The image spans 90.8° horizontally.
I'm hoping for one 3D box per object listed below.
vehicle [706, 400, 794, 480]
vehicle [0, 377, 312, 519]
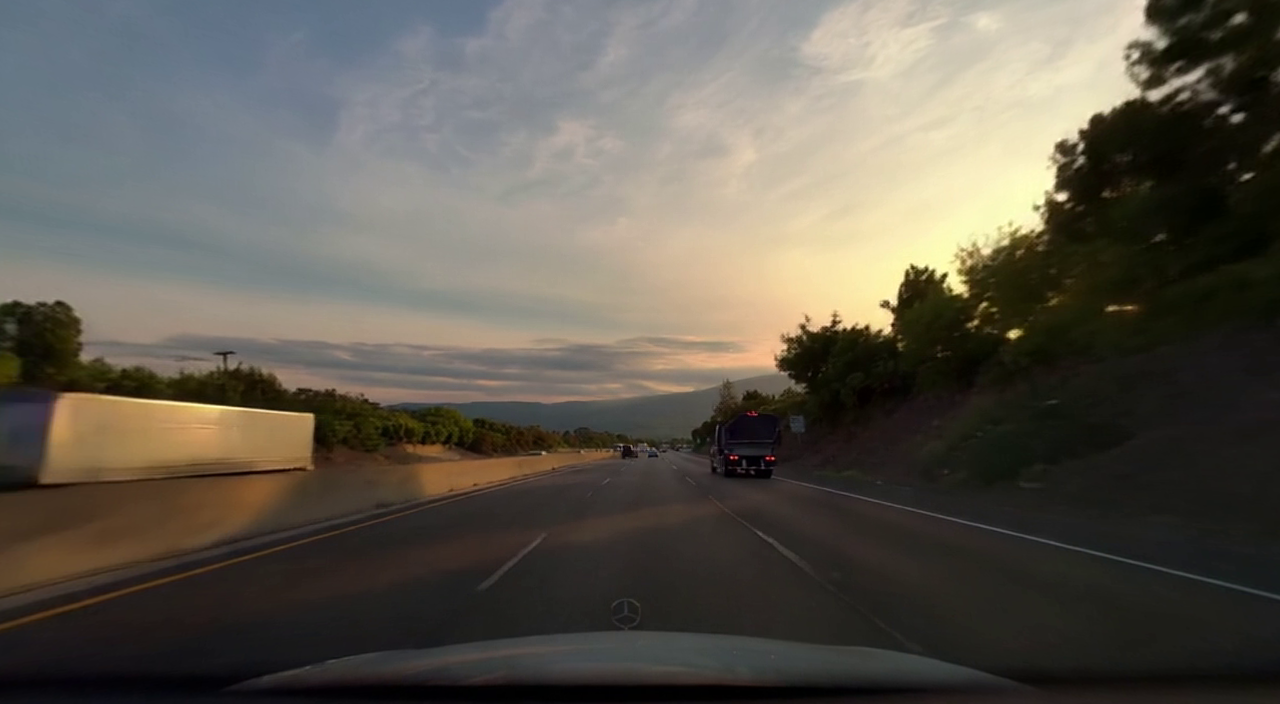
[{"bbox_3d":[4.999,4.304,30.324,2.771,3.313,8.121,0,-9,0],"label":"vehicle"},{"bbox_3d":[-18.985,3.796,24.511,2.892,3.841,18.063,0,-9,0],"label":"vehicle"}]
